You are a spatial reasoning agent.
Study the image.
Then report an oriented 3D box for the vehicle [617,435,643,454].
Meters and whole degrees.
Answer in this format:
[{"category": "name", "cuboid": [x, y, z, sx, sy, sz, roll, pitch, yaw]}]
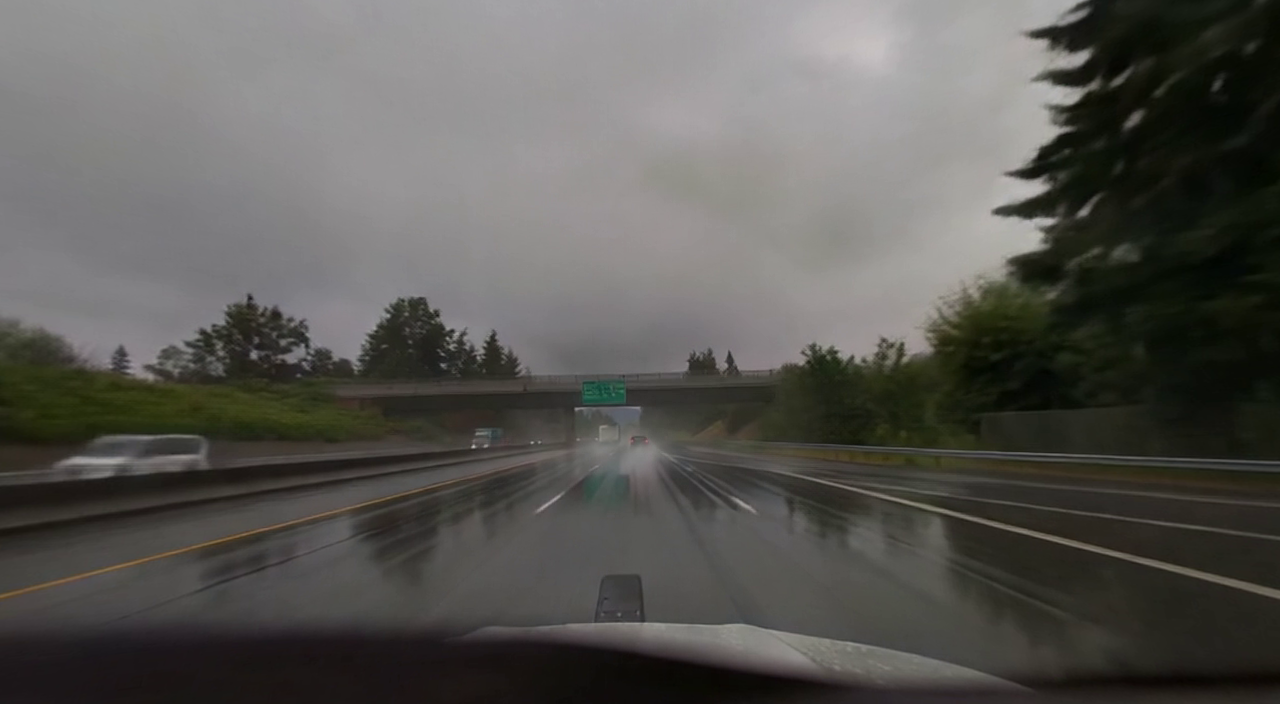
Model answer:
[{"category": "vehicle", "cuboid": [-0.853, 7.294, 49.556, 1.952, 1.438, 3.702, 0, -8, -3]}]
